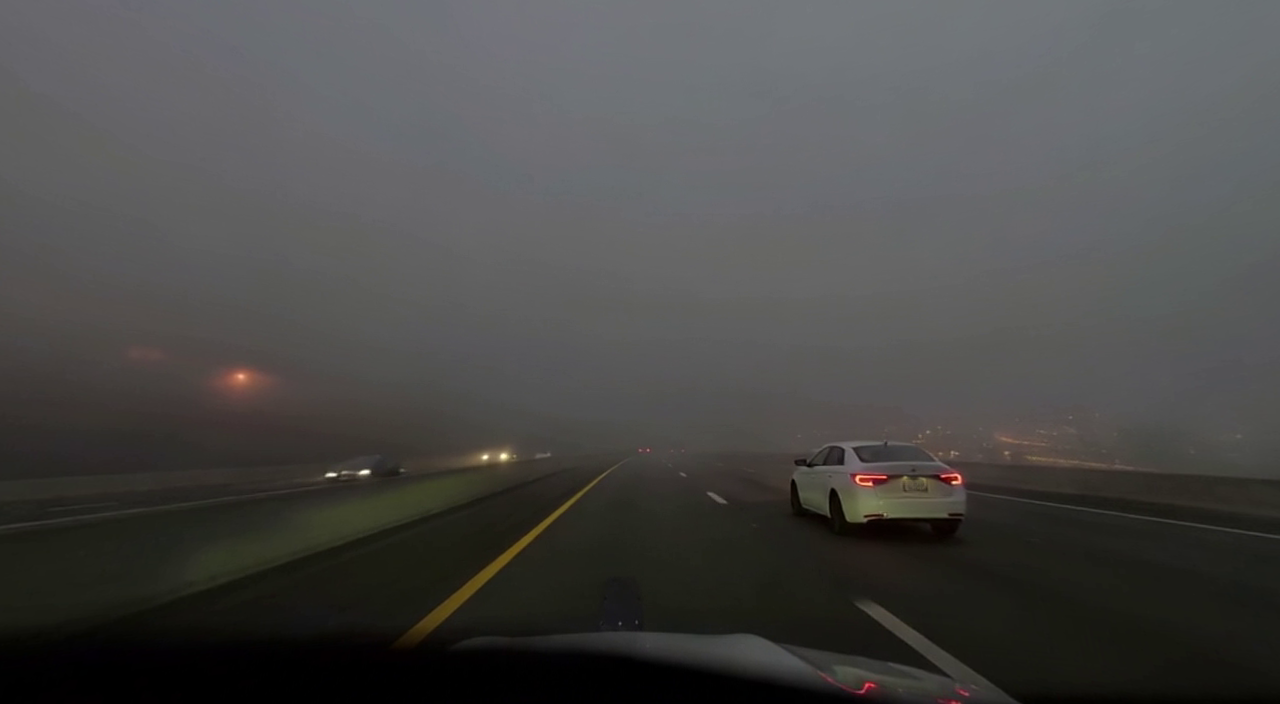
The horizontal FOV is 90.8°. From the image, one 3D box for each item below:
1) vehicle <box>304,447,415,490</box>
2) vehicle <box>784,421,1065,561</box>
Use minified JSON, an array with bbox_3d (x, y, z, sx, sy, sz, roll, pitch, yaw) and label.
[{"bbox_3d":[-11.074,4.611,25.430,2.137,1.543,5.021,0,-8,1],"label":"vehicle"},{"bbox_3d":[3.677,1.880,9.337,1.982,1.533,4.612,0,-8,0],"label":"vehicle"}]
